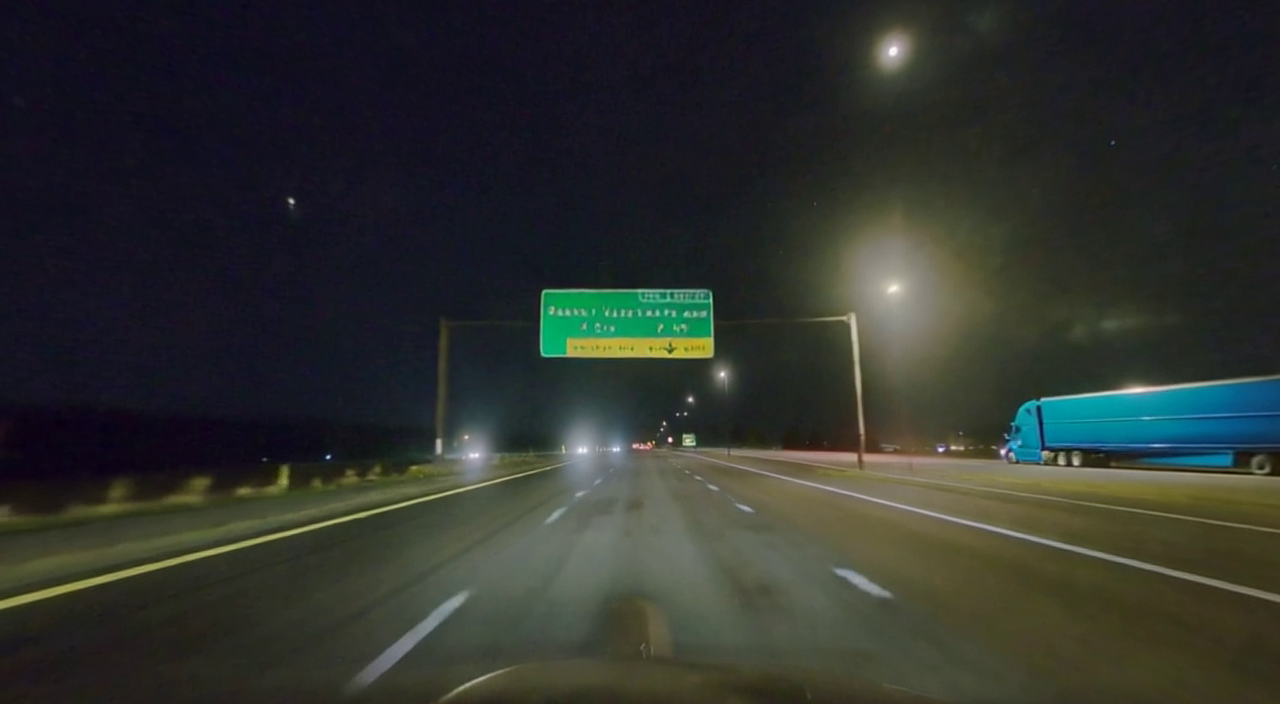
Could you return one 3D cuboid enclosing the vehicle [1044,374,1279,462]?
[{"bbox_3d":[29.273,3.512,32.249,2.836,4.027,14.280,6,-10,-33],"label":"vehicle"}]
